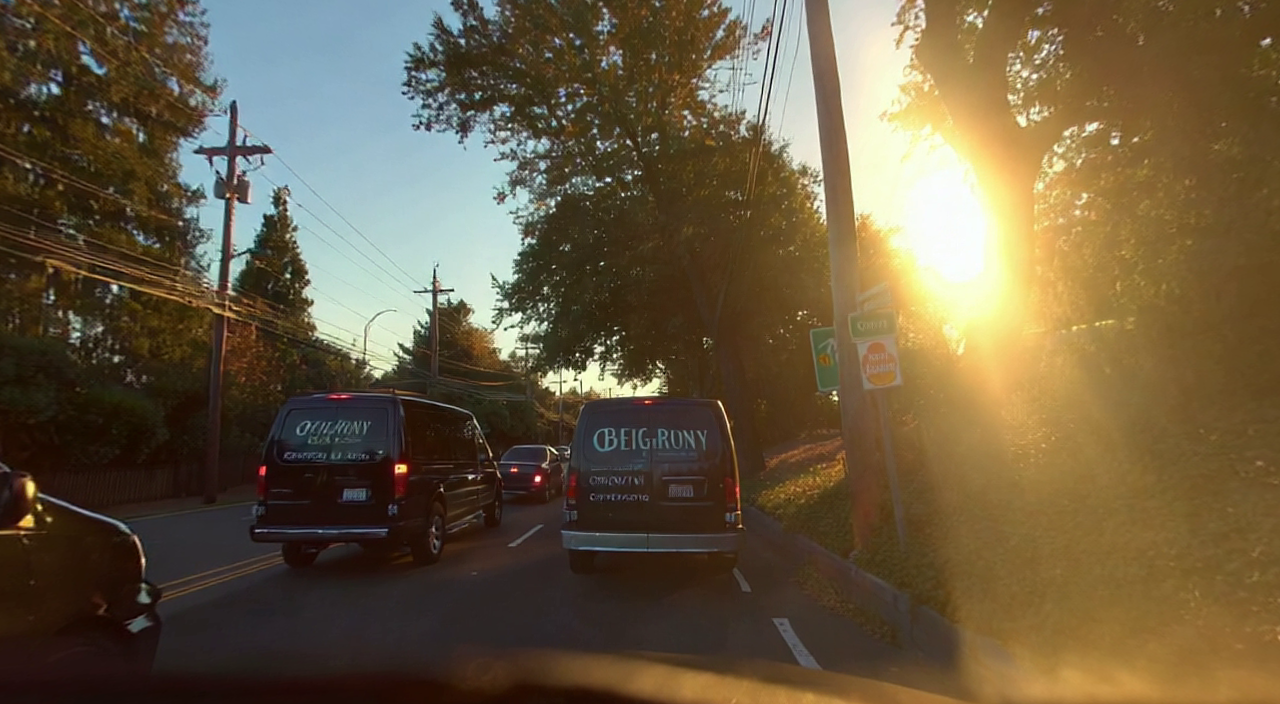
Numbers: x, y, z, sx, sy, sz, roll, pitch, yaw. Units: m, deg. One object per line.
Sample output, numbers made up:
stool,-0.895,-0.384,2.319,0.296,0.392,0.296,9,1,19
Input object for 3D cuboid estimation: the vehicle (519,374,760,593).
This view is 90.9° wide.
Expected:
vehicle,0.108,1.458,7.691,2.117,1.911,4.095,-1,-8,3

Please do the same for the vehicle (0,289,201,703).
vehicle,-3.100,0.464,0.241,2.160,1.796,4.997,0,-8,1

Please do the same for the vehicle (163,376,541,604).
vehicle,-2.757,1.480,7.619,2.109,1.851,4.749,-1,-8,3
